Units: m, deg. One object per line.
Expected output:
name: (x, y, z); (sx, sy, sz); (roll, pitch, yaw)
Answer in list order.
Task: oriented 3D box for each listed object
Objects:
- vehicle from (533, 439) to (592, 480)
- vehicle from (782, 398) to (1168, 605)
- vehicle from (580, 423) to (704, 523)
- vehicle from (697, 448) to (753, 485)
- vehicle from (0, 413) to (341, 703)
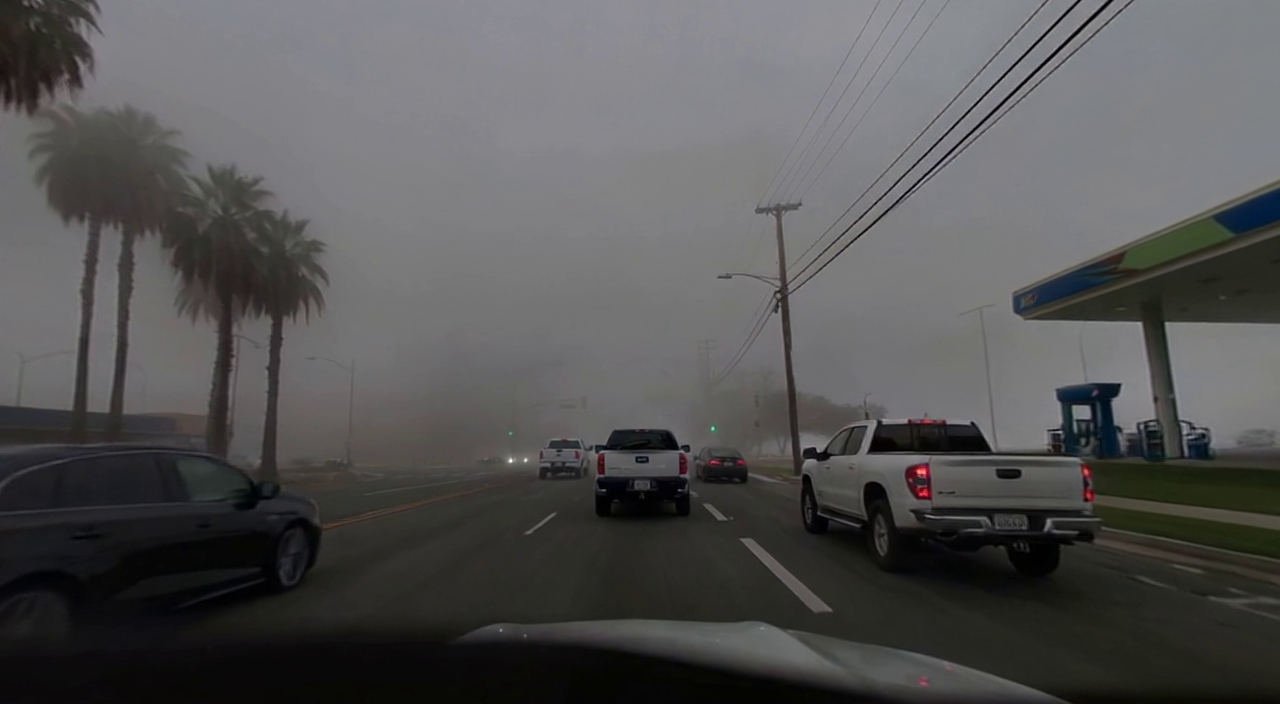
vehicle: (-3.609, 5.096, 30.108); (2.071, 1.811, 4.605); (0, -8, 2)
vehicle: (3.602, 1.736, 8.404); (2.120, 1.828, 5.531); (0, -8, 0)
vehicle: (0.089, 2.656, 14.451); (2.295, 1.835, 5.471); (0, -8, 1)
vehicle: (3.574, 4.883, 27.086); (1.901, 1.401, 3.965); (0, -8, 1)
vehicle: (-4.121, 1.212, 4.099); (1.983, 1.502, 4.720); (0, -8, 0)
